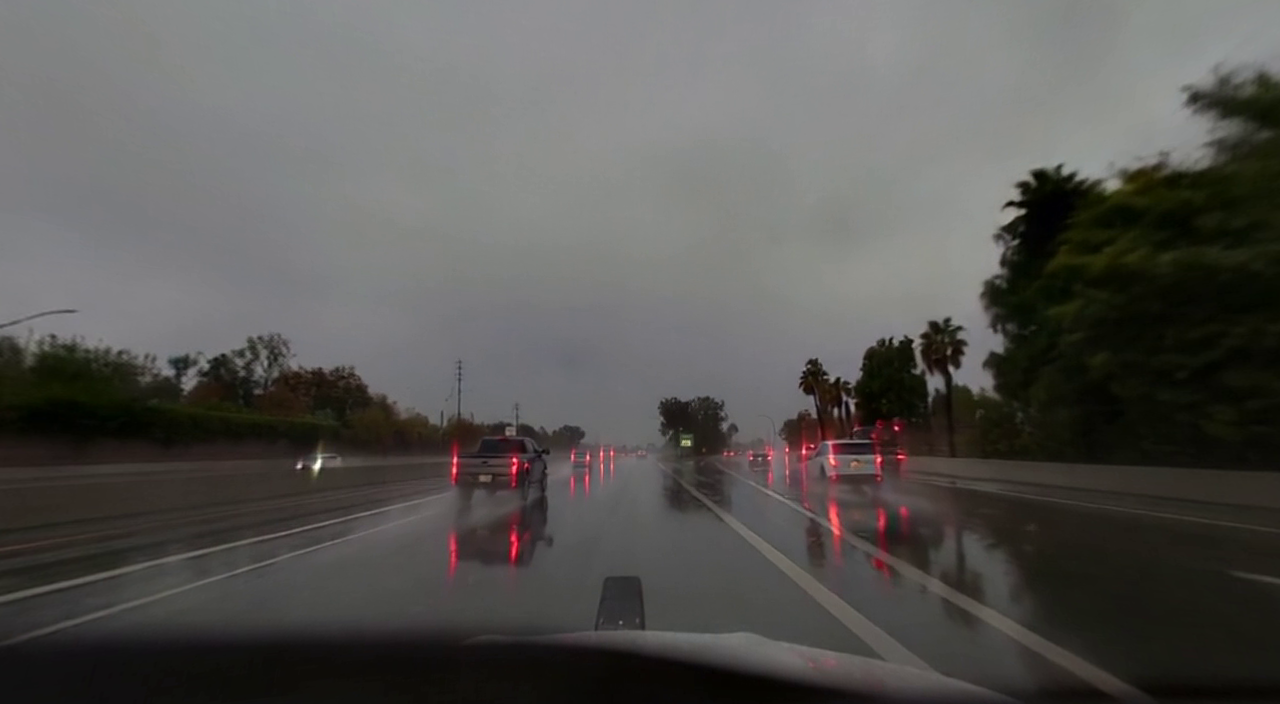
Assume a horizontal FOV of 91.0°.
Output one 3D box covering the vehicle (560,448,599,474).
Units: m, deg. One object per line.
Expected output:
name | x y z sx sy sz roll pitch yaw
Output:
vehicle | -3.868 7.061 41.072 2.052 1.545 4.470 0 -9 1

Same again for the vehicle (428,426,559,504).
vehicle | -4.038 3.285 18.762 2.420 1.937 5.916 0 -9 1

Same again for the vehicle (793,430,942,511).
vehicle | 5.798 3.101 16.955 2.303 1.791 5.247 -1 -9 4
